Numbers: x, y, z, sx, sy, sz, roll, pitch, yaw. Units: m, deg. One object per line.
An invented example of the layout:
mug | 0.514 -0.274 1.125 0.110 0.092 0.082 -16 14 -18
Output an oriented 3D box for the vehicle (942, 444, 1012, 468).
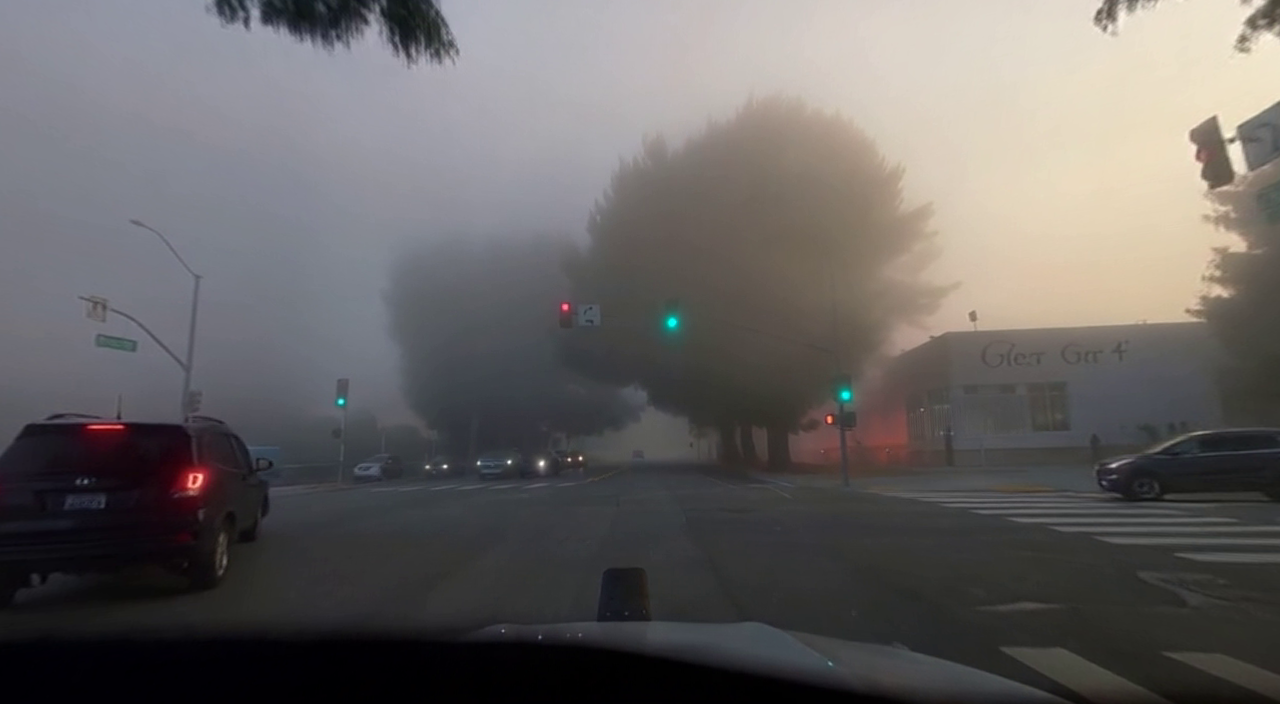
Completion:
vehicle | 21.485 6.628 40.212 3.576 1.425 1.702 2 -8 -11

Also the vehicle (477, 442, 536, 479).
vehicle | -7.144 5.825 34.236 2.081 1.818 4.782 0 -8 1

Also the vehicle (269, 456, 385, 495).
vehicle | -13.654 5.388 27.881 2.011 1.480 4.747 -2 -9 12

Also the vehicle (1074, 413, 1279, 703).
vehicle | 3.568 0.849 1.516 1.966 1.490 4.429 0 -8 2

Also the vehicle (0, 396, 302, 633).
vehicle | -5.378 1.570 7.141 2.000 1.789 4.638 3 -9 -20

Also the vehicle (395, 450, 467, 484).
vehicle | -10.611 5.874 32.483 2.041 1.548 4.868 0 -8 0

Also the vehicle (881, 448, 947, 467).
vehicle | 20.551 7.929 47.365 4.120 1.340 1.654 -1 -8 5
